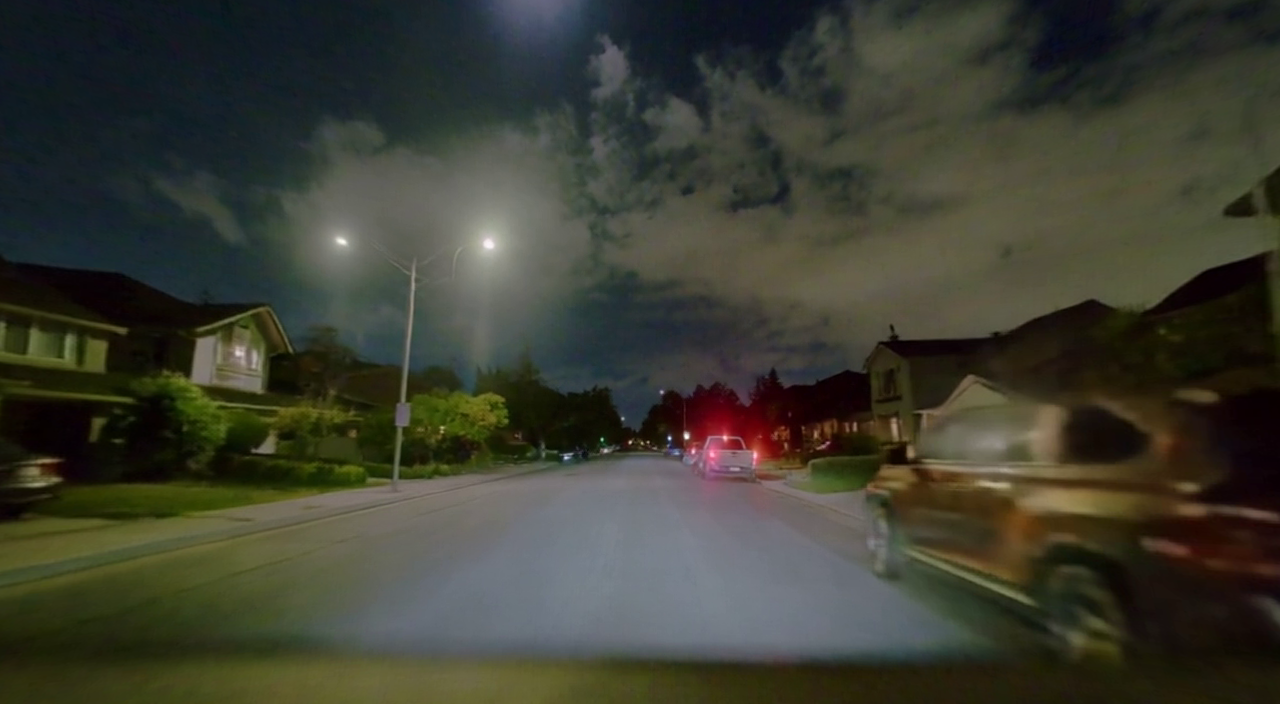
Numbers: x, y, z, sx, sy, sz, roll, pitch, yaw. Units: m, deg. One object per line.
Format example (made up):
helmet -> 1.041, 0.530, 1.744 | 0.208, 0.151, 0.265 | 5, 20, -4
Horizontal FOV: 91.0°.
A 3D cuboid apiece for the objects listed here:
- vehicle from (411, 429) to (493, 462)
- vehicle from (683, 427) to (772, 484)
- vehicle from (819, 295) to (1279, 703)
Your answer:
vehicle -> -13.177, 6.570, 44.337 | 4.837, 1.897, 2.228 | 4, -8, 5
vehicle -> 3.711, 4.623, 28.515 | 2.952, 2.216, 7.033 | 0, -8, 0
vehicle -> 3.465, 1.134, 4.824 | 2.370, 1.905, 6.081 | 0, -8, 0
